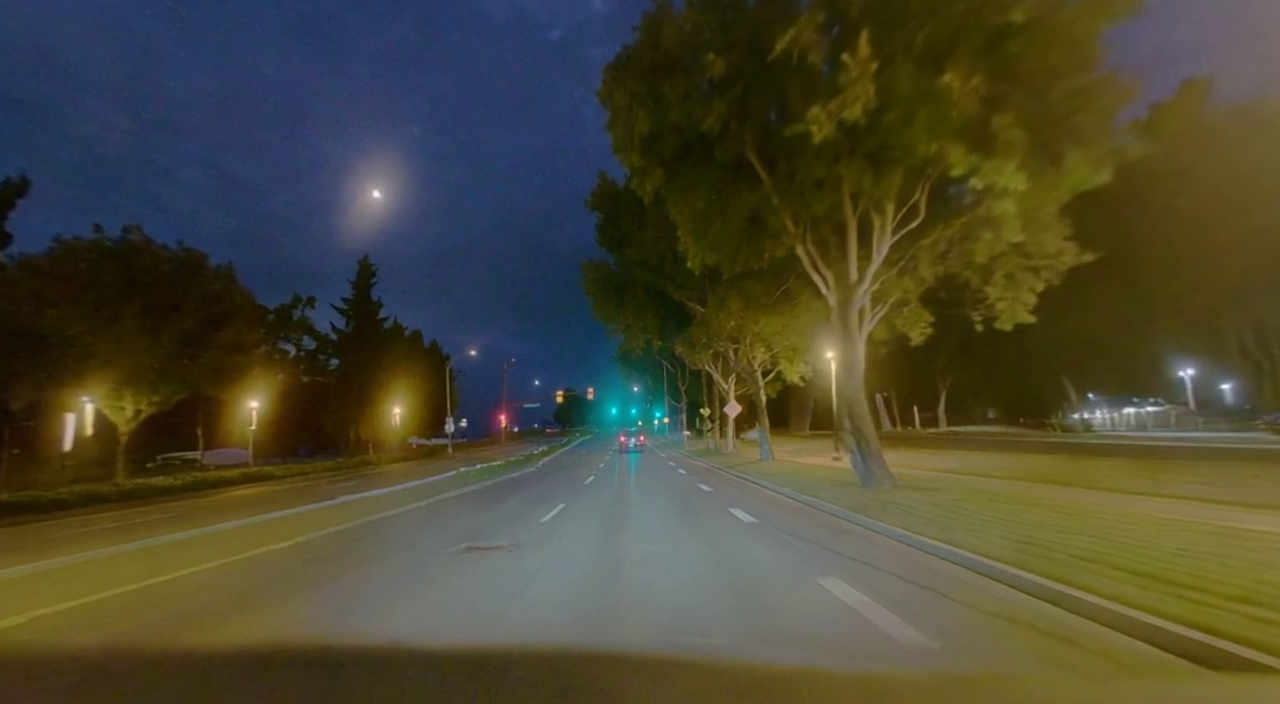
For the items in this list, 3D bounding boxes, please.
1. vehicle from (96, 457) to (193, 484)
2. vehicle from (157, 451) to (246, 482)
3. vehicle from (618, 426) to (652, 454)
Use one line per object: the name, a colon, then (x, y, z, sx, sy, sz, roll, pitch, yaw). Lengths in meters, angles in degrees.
vehicle: (-29.721, 7.105, 38.014, 3.921, 1.526, 2.156, 1, -8, -6)
vehicle: (-29.819, 7.776, 43.029, 4.497, 1.590, 2.029, 4, -6, 1)
vehicle: (-0.374, 6.097, 43.689, 2.228, 1.790, 4.180, 0, -8, -1)
